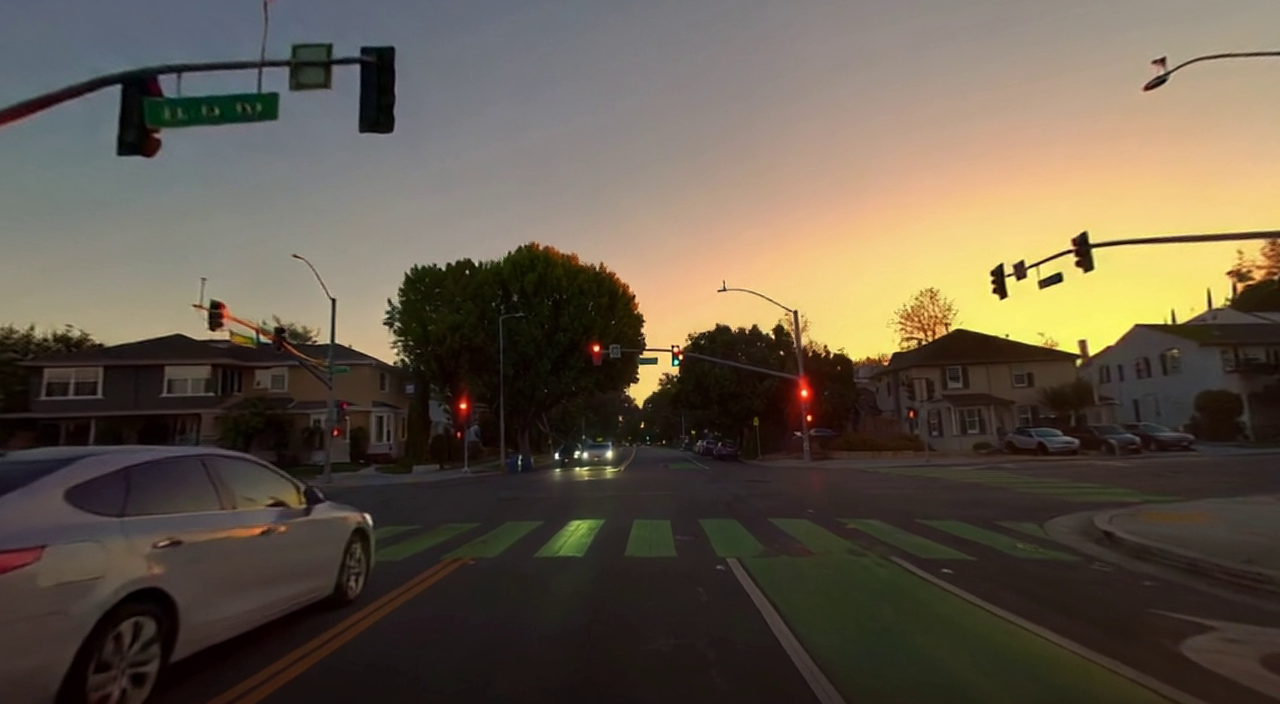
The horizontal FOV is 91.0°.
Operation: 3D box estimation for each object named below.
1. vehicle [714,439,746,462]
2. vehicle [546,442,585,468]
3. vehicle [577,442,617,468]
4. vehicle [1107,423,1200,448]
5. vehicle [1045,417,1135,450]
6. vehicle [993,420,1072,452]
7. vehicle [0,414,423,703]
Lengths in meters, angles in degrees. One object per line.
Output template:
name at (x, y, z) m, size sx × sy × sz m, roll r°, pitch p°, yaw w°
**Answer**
vehicle at (6.613, 7.316, 46.723) m, size 1.891 × 1.584 × 3.802 m, roll -1°, pitch -8°, yaw 2°
vehicle at (-5.187, 7.268, 44.539) m, size 1.982 × 1.686 × 4.195 m, roll -1°, pitch -8°, yaw 4°
vehicle at (-2.596, 6.363, 38.964) m, size 1.982 × 1.472 × 4.103 m, roll -1°, pitch -8°, yaw 3°
vehicle at (30.507, 5.018, 37.600) m, size 1.837 × 1.396 × 4.695 m, roll -1°, pitch -8°, yaw 3°
vehicle at (26.698, 4.931, 37.559) m, size 2.033 × 1.821 × 4.542 m, roll -1°, pitch -8°, yaw 2°
vehicle at (23.529, 5.114, 37.932) m, size 1.964 × 1.759 × 4.583 m, roll -1°, pitch -8°, yaw 3°
vehicle at (-3.371, 1.296, 4.408) m, size 1.904 × 1.489 × 4.746 m, roll -1°, pitch -8°, yaw 1°
